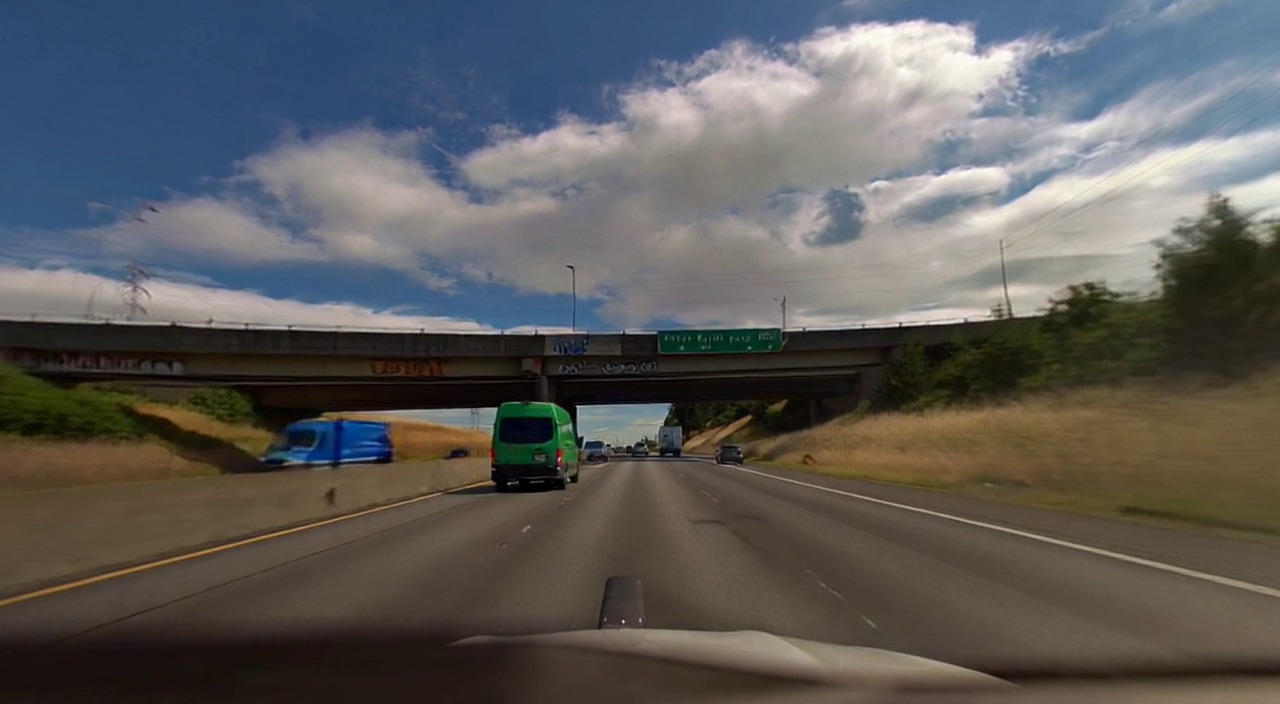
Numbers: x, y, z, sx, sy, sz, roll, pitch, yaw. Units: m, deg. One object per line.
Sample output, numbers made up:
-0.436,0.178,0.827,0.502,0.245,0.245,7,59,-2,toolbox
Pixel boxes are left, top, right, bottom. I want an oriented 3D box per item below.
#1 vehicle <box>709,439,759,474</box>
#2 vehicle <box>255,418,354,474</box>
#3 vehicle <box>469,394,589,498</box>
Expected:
4.793,5.414,32.746,1.936,1.664,4.198,0,-9,0,vehicle
-20.627,5.864,39.201,2.846,3.181,5.872,0,-9,0,vehicle
-3.052,2.825,18.921,2.451,2.627,5.868,0,-9,1,vehicle
